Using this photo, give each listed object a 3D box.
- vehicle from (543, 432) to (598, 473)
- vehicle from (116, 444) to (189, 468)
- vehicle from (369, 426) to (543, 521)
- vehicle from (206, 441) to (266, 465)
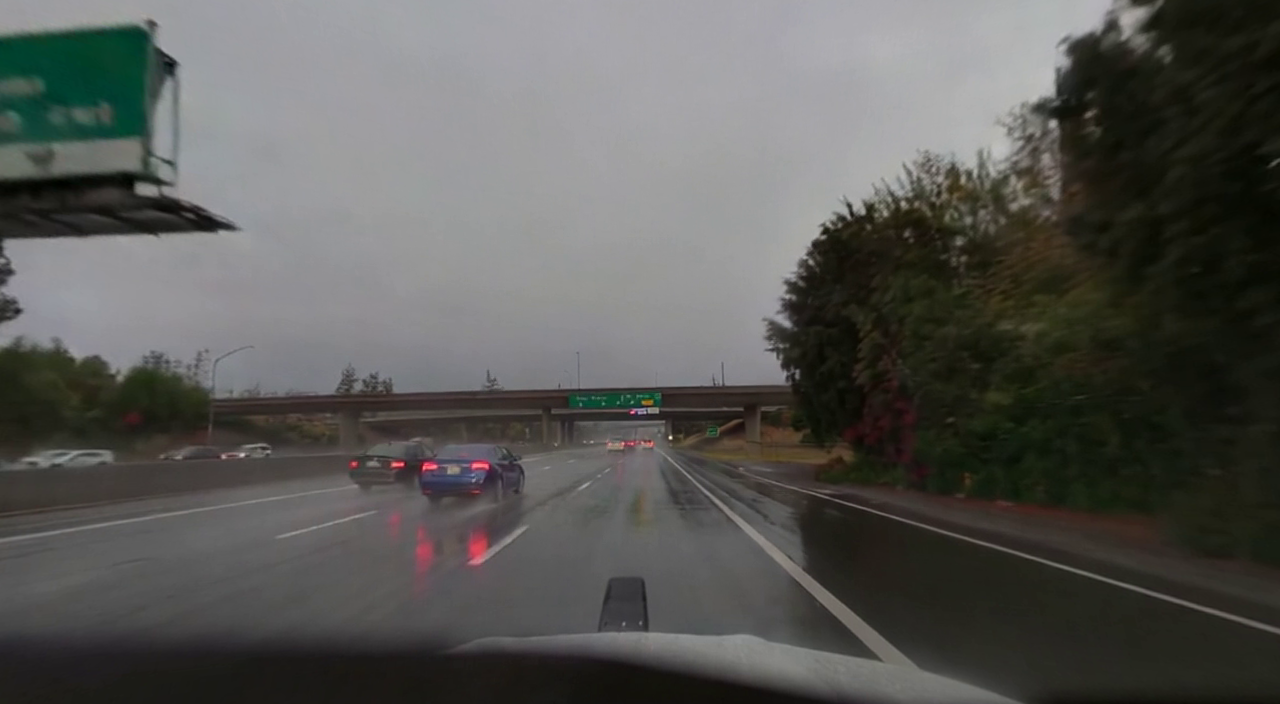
[{"bbox_3d":[-3.283,4.843,30.589,2.080,1.811,4.644,-1,-8,1],"label":"vehicle"},{"bbox_3d":[-32.164,6.831,41.709,1.789,1.518,3.677,-1,-8,2],"label":"vehicle"},{"bbox_3d":[-3.566,2.450,13.315,2.210,1.628,4.586,-1,-8,1],"label":"vehicle"},{"bbox_3d":[-24.858,6.220,38.905,1.497,1.395,3.408,0,-8,-2],"label":"vehicle"}]
